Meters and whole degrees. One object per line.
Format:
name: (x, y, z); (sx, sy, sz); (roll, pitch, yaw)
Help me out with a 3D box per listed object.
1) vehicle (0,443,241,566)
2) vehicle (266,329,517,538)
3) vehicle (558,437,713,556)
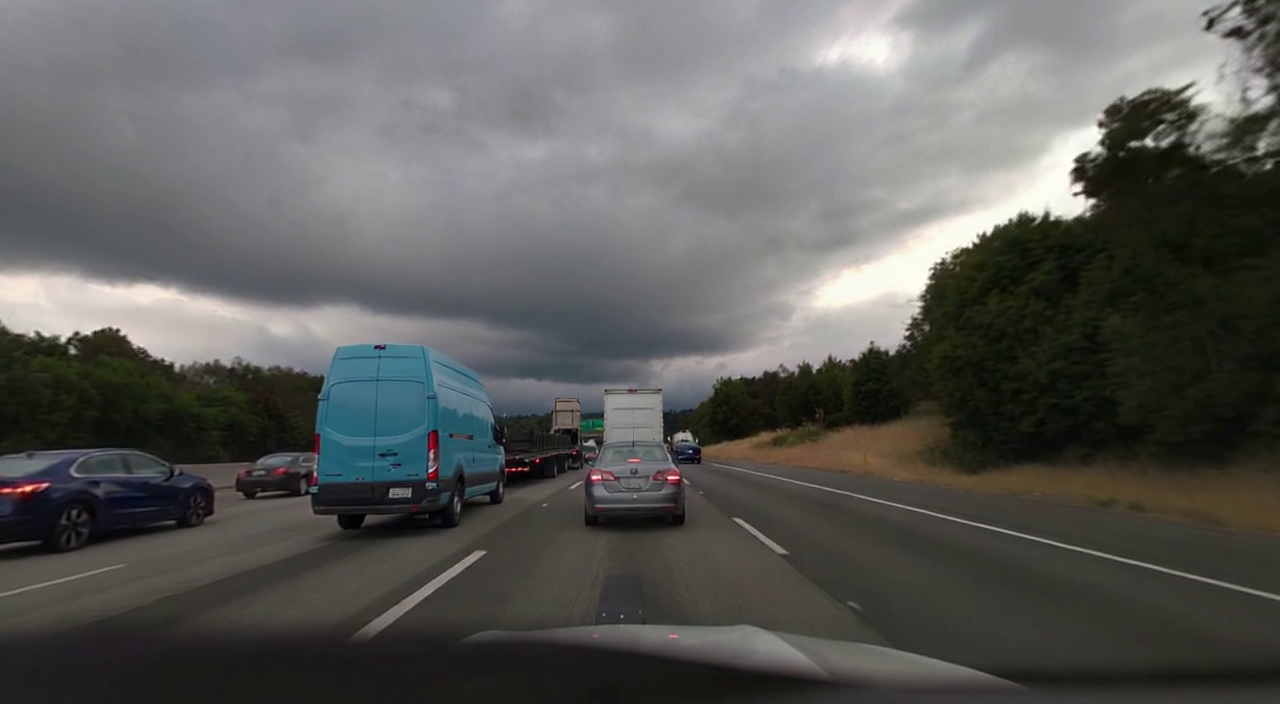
vehicle: (-8.832, 2.251, 10.123); (1.899, 1.503, 4.466); (-1, -9, 1)
vehicle: (-4.069, 1.610, 12.120); (2.254, 2.879, 6.656); (0, -9, -2)
vehicle: (-0.091, 2.127, 9.862); (1.995, 1.495, 3.380); (0, -9, -1)
